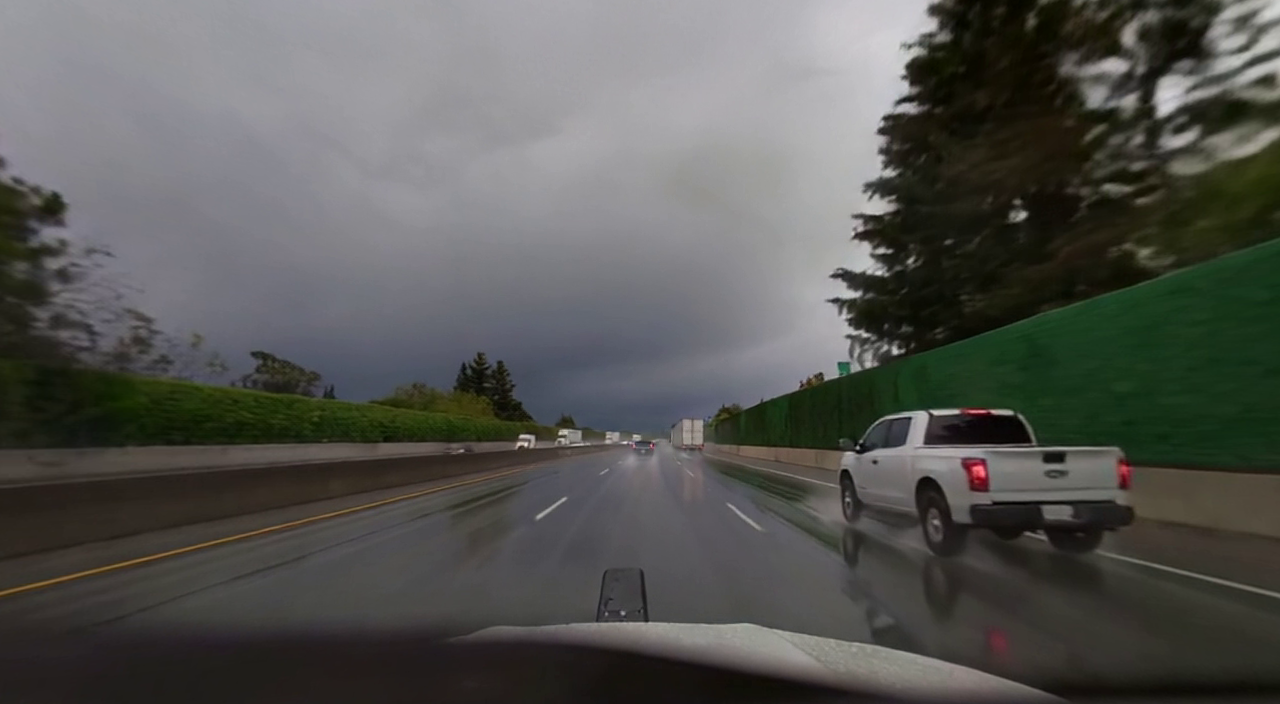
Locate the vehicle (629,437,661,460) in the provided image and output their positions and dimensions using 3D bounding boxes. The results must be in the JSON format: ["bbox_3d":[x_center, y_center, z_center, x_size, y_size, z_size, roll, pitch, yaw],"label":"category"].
[{"bbox_3d":[0.372,7.654,49.939,2.389,1.760,4.473,0,-8,0],"label":"vehicle"}]

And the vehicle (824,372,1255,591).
[{"bbox_3d":[4.352,1.529,8.332,2.209,1.943,5.262,0,-8,0],"label":"vehicle"}]
